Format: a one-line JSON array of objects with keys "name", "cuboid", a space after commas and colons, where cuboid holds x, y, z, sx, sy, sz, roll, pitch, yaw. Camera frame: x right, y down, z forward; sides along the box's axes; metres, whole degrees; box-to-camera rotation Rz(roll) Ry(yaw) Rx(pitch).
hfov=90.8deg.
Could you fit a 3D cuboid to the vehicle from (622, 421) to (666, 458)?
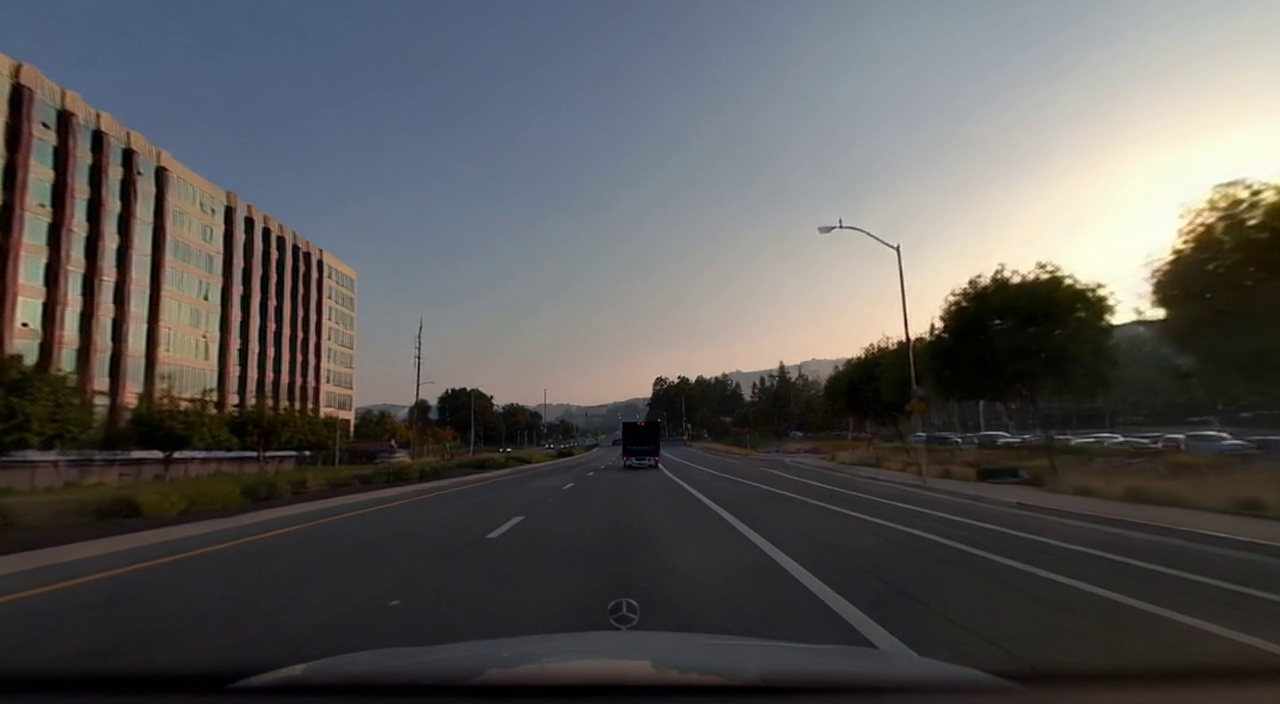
[{"name": "vehicle", "cuboid": [0.122, 4.779, 34.407, 2.178, 1.829, 4.932, 0, -8, -2]}]
